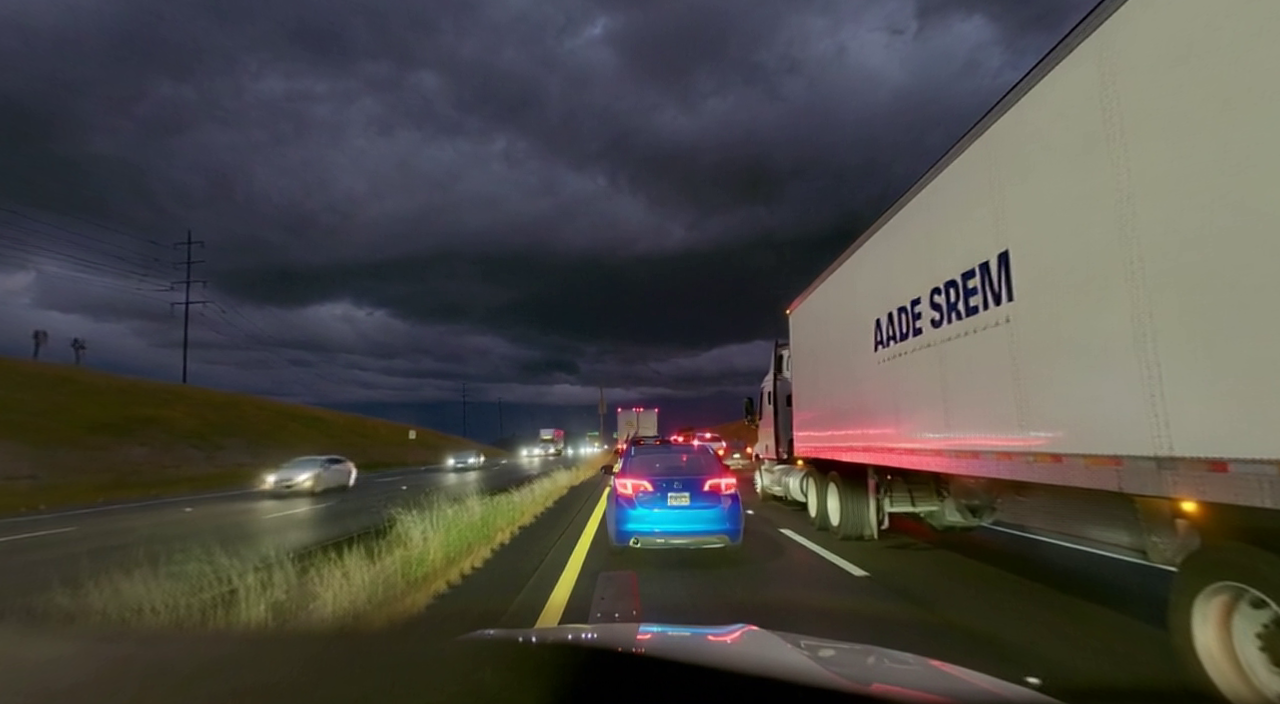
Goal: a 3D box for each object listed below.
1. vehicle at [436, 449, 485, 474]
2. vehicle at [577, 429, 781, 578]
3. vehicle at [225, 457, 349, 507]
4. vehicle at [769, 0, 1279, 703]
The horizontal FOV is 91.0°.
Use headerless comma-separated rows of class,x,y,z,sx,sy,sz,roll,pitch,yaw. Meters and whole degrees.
vehicle,-11.941,7.308,42.218,1.914,1.478,4.597,-1,-8,1
vehicle,0.331,1.778,8.172,2.045,1.446,3.597,0,-8,-2
vehicle,-12.231,4.503,22.220,1.853,1.445,4.478,0,-8,-1
vehicle,4.115,-0.079,4.210,3.138,4.065,14.276,0,-8,-1
